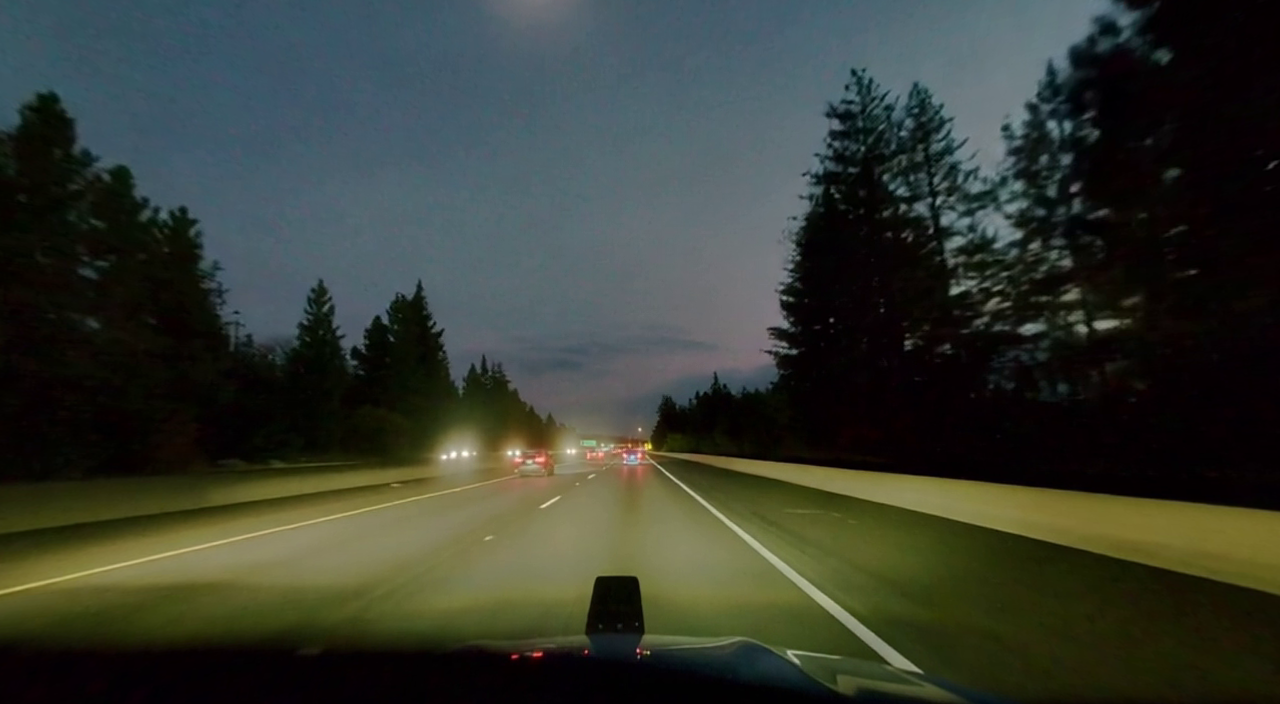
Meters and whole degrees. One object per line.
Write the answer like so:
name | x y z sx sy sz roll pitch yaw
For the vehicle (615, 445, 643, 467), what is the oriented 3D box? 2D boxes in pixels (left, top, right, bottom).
vehicle | -0.888 8.026 48.690 2.070 1.603 4.806 0 -9 -2

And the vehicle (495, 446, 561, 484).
vehicle | -4.712 4.798 27.223 2.052 1.468 4.390 0 -8 0
